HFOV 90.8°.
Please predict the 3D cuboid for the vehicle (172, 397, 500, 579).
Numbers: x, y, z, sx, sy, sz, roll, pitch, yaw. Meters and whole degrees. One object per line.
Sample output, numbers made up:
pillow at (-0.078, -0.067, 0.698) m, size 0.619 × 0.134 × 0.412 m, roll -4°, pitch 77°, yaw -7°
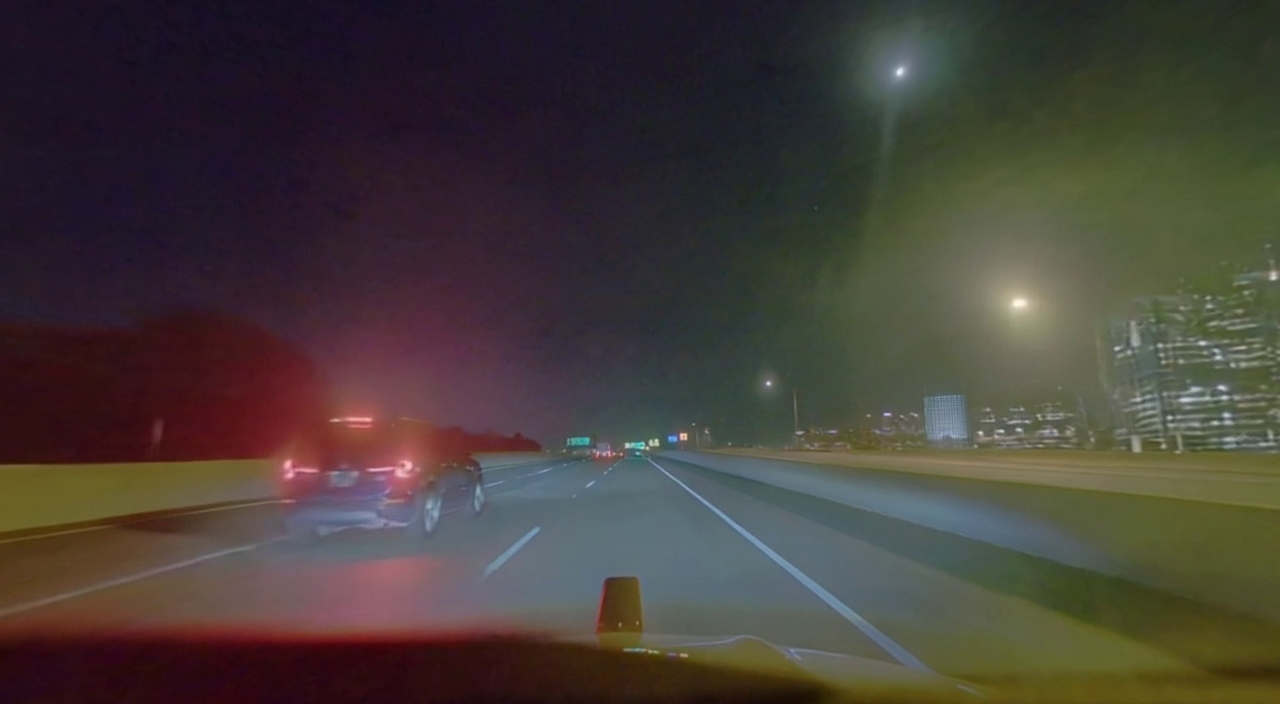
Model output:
vehicle at (-3.638, 1.745, 8.918) m, size 2.145 × 1.828 × 4.867 m, roll 0°, pitch -8°, yaw 1°
